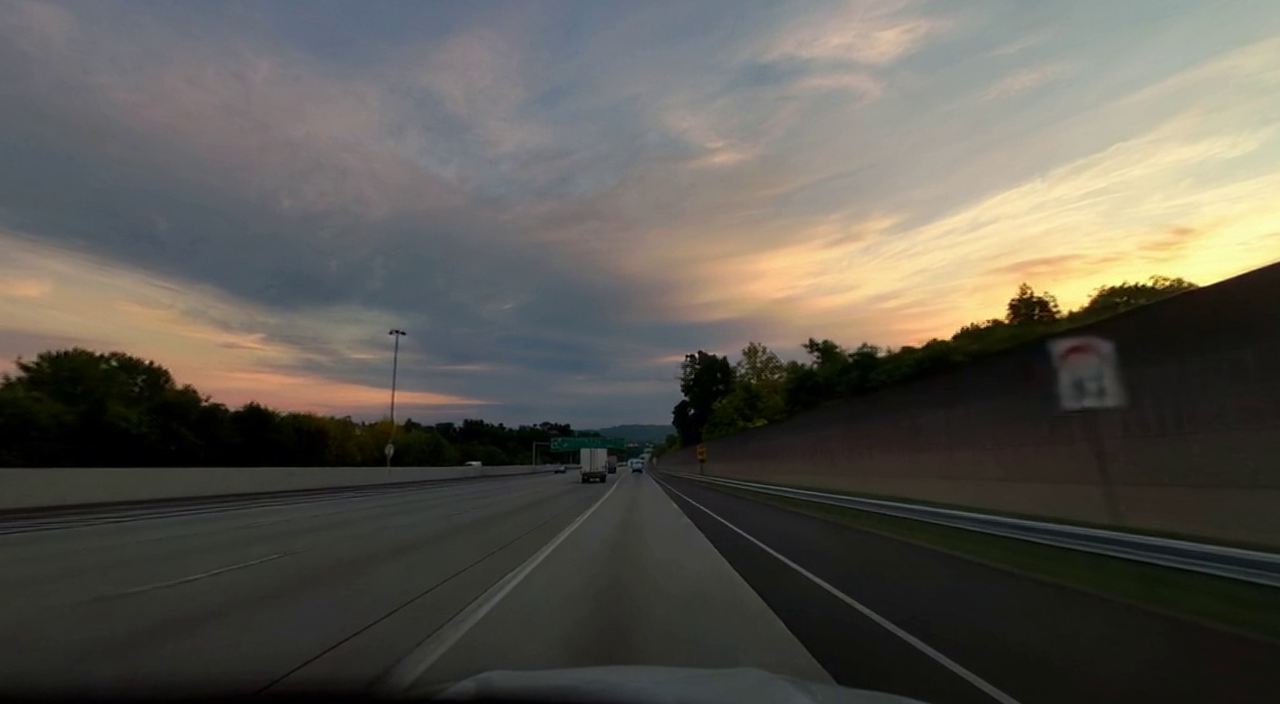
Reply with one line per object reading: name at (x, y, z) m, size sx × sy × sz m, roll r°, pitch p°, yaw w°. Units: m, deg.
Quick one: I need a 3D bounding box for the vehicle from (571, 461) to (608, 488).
vehicle at (-3.287, 8.058, 41.641) m, size 2.092 × 1.642 × 3.895 m, roll 1°, pitch -11°, yaw -1°
